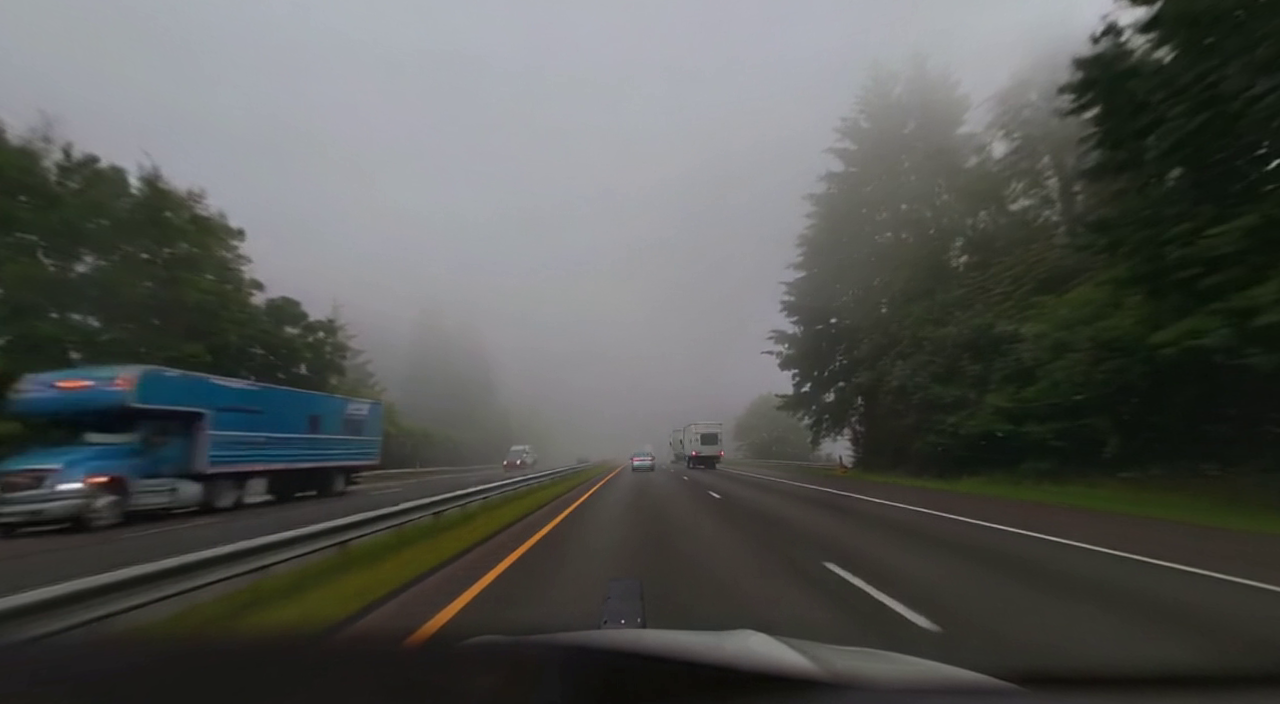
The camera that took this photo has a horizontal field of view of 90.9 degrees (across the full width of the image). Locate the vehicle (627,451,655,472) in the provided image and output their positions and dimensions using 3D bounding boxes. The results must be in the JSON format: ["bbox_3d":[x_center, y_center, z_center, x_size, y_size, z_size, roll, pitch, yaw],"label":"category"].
[{"bbox_3d":[0.078,7.751,44.832,1.926,1.386,3.615,0,-9,0],"label":"vehicle"}]

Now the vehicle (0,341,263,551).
[{"bbox_3d":[-12.504,2.212,14.955,3.069,3.904,6.259,0,-9,0],"label":"vehicle"}]
